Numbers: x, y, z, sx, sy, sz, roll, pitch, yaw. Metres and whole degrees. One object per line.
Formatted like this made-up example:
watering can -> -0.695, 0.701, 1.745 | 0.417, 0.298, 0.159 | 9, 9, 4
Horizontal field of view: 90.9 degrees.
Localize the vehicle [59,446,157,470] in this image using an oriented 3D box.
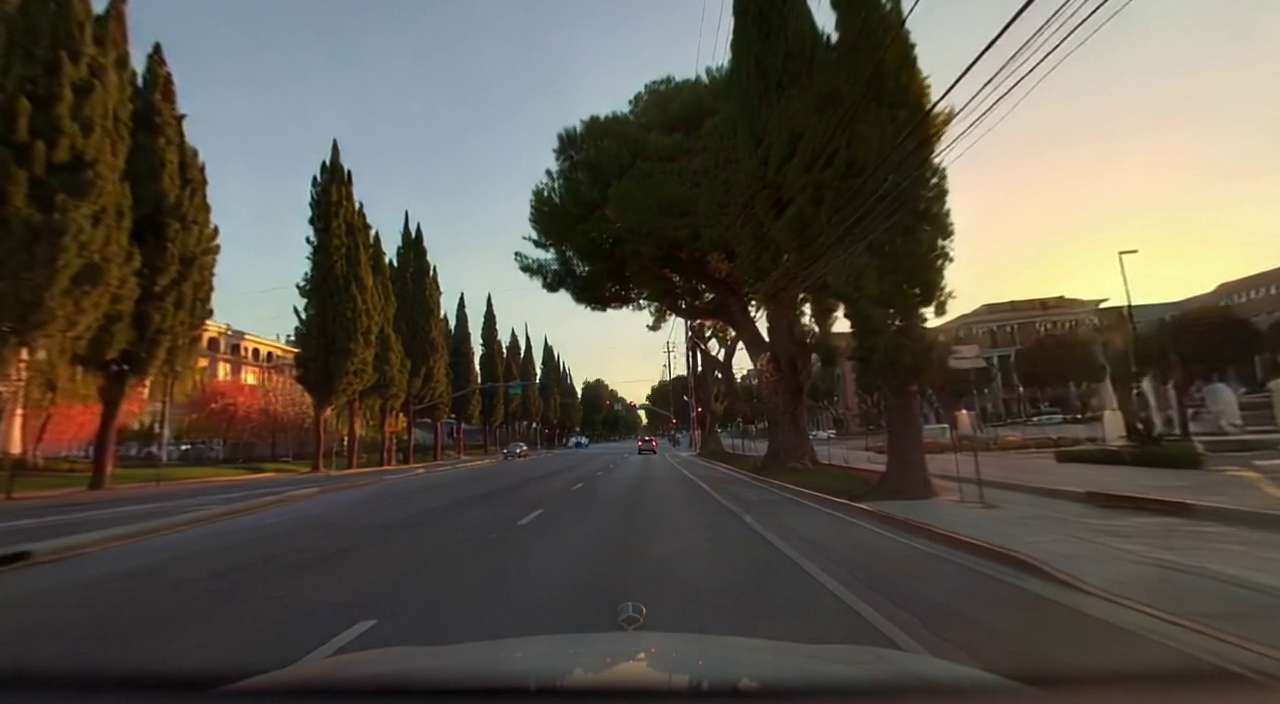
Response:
vehicle -> -32.525, 6.482, 38.620 | 4.397, 1.454, 1.803 | 0, -9, 2
